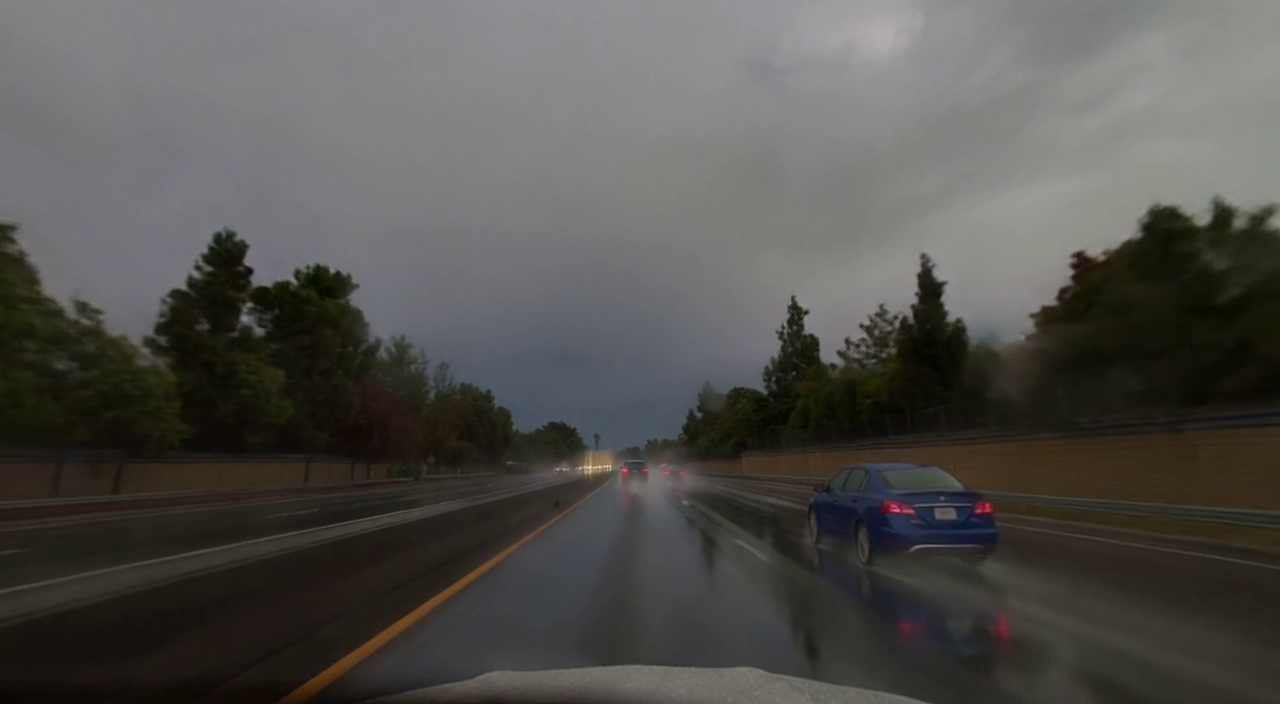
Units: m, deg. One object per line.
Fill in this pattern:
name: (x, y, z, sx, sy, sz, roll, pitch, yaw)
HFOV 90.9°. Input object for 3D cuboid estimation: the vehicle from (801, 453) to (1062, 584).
vehicle: (3.952, 2.344, 9.487, 1.938, 1.494, 4.032, 1, -11, -1)

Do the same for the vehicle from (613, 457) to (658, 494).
vehicle: (-0.243, 6.015, 30.813, 2.037, 1.605, 3.833, 1, -11, 0)
